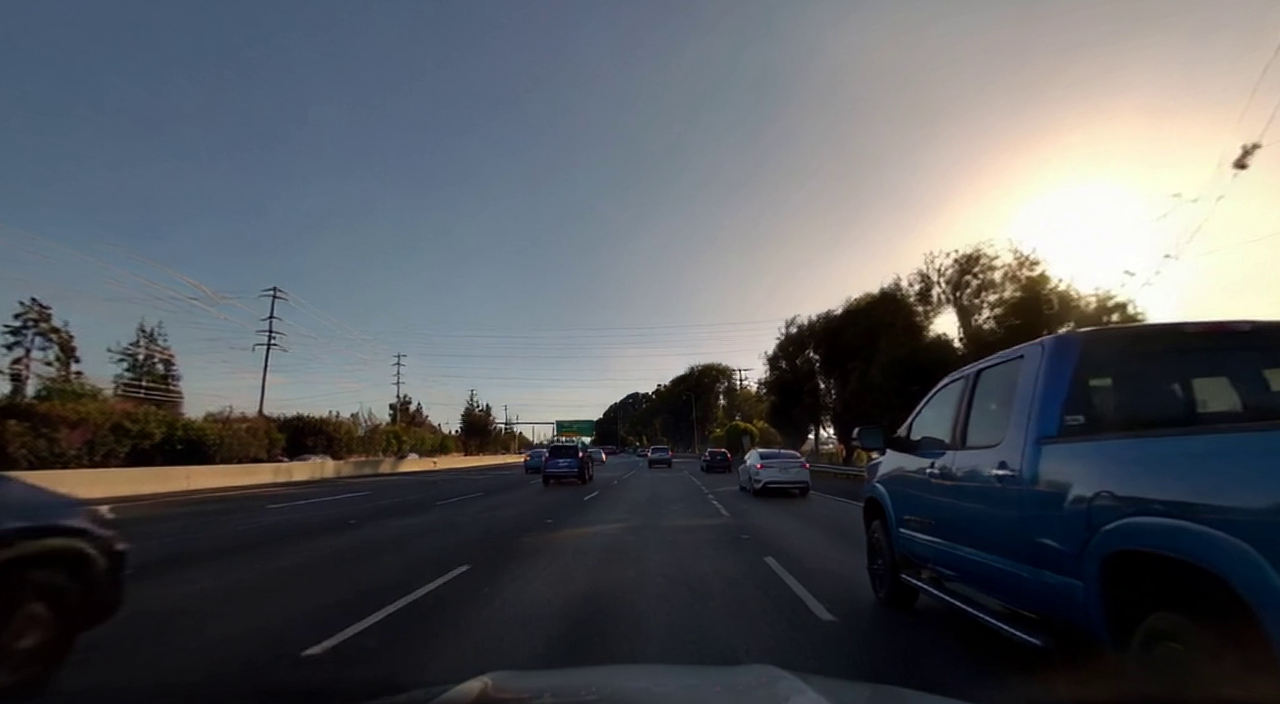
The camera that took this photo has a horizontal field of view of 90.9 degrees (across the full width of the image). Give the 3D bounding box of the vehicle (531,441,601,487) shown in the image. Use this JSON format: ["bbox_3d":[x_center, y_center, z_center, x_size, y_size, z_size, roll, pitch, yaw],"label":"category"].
[{"bbox_3d":[-3.005,4.664,26.660,2.209,1.714,4.576,-1,-8,3],"label":"vehicle"}]

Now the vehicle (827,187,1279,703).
[{"bbox_3d":[3.459,0.856,3.646,3.024,2.092,6.797,-1,-8,3],"label":"vehicle"}]

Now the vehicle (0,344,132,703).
[{"bbox_3d":[-3.974,0.622,1.137,2.146,1.775,4.553,-1,-8,3],"label":"vehicle"}]

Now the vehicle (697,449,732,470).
[{"bbox_3d":[5.454,7.909,46.657,2.072,1.456,4.537,0,-8,1],"label":"vehicle"}]

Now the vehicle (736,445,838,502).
[{"bbox_3d":[4.325,3.623,19.342,2.111,1.498,4.466,0,-8,1],"label":"vehicle"}]

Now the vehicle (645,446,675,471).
[{"bbox_3d":[1.413,7.527,44.838,2.080,1.682,4.150,0,-8,2],"label":"vehicle"}]
